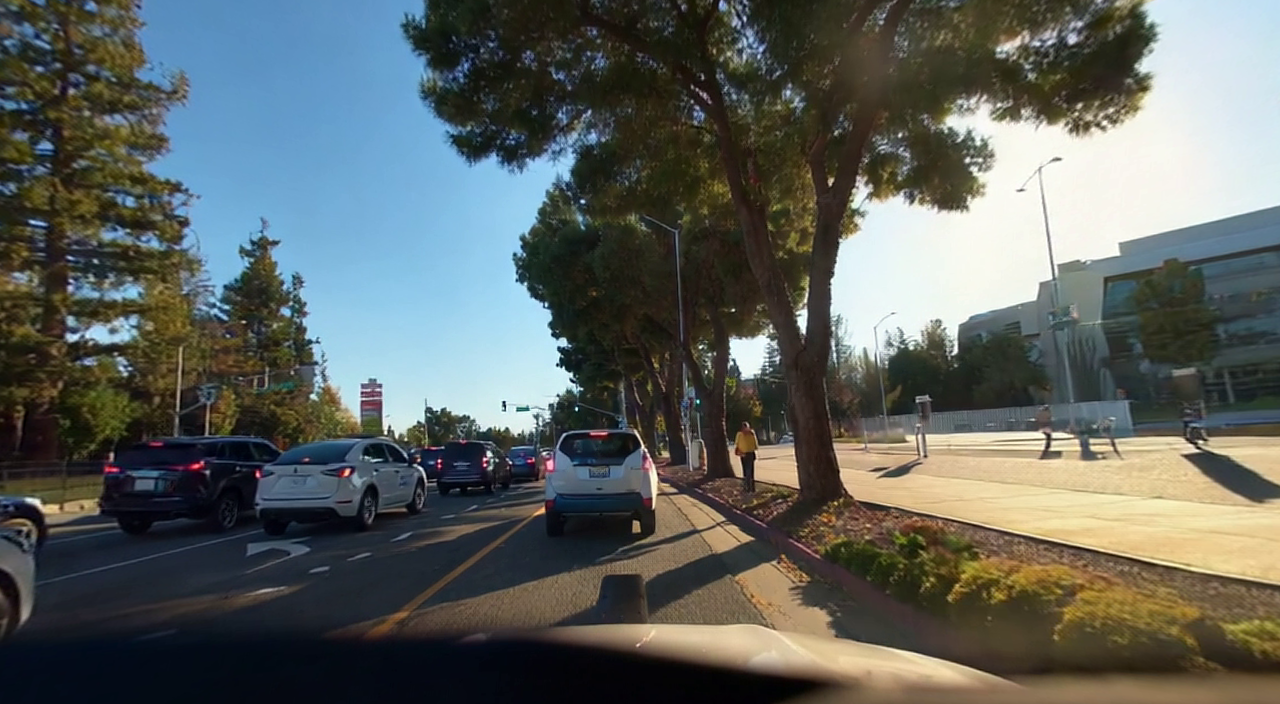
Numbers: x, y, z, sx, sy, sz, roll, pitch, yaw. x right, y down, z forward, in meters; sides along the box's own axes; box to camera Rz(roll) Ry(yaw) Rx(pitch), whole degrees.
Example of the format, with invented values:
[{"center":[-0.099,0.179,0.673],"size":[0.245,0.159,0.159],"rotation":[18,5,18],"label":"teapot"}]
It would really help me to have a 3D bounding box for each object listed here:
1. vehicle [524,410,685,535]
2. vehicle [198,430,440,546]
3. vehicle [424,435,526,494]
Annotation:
[{"center":[-0.581,2.113,11.584],"size":[2.368,1.829,4.293],"rotation":[0,-9,-2],"label":"vehicle"},{"center":[-5.407,2.326,11.522],"size":[2.010,1.674,4.484],"rotation":[0,-9,0],"label":"vehicle"},{"center":[-5.439,3.764,21.517],"size":[2.188,1.774,4.477],"rotation":[0,-9,1],"label":"vehicle"}]
